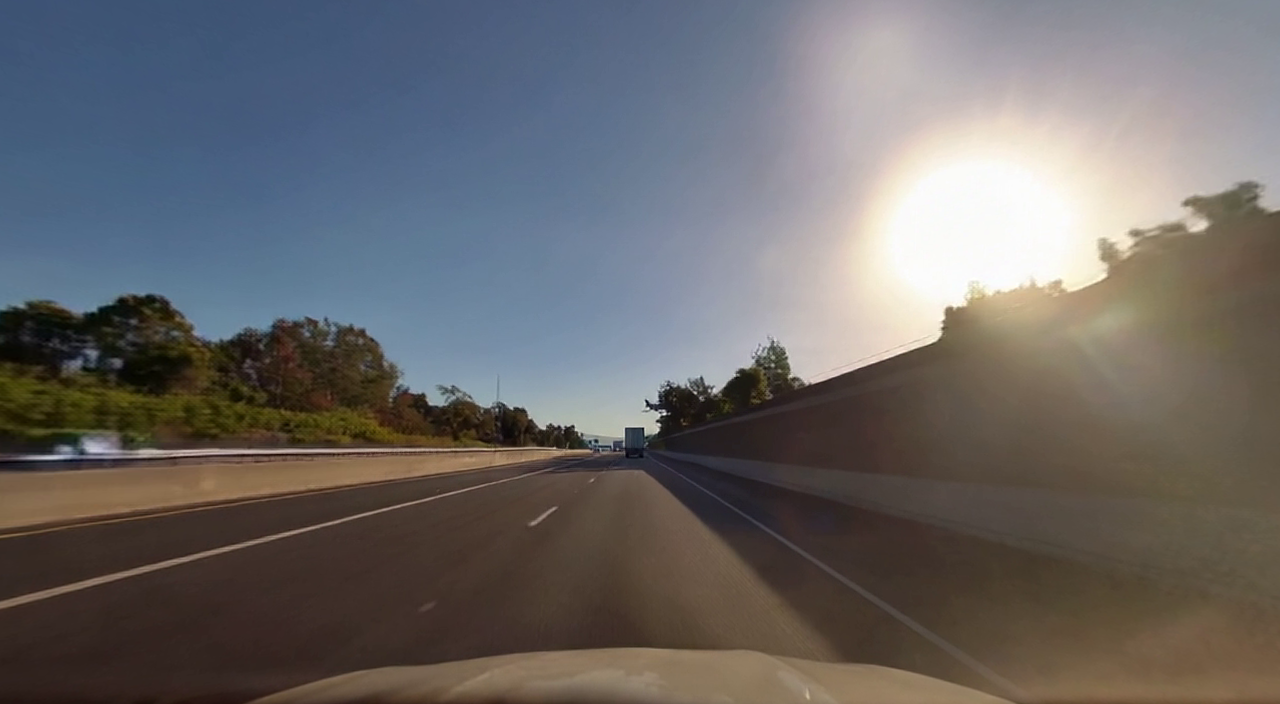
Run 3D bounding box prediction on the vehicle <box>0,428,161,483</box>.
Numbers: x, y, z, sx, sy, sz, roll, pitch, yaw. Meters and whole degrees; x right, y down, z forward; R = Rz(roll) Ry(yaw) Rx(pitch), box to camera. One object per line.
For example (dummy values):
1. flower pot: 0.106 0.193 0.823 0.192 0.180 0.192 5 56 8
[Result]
1. vehicle: -19.795 3.659 22.380 2.097 1.728 4.316 0 -9 0
